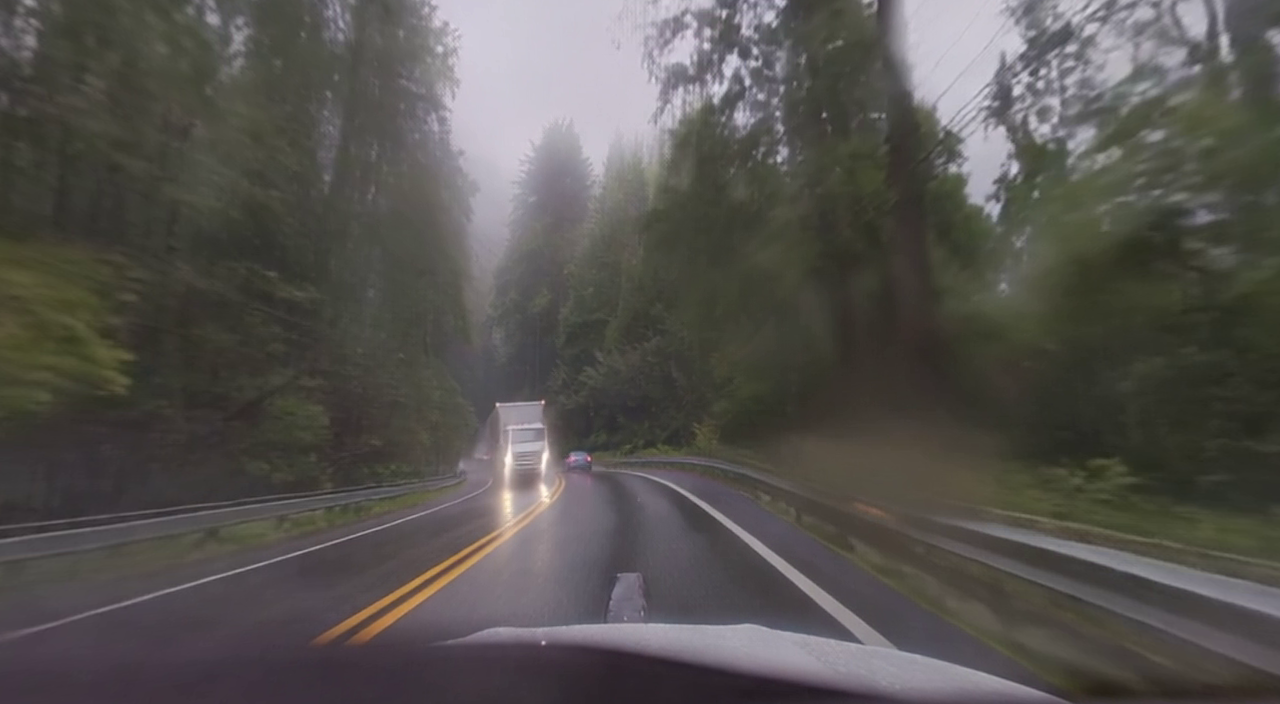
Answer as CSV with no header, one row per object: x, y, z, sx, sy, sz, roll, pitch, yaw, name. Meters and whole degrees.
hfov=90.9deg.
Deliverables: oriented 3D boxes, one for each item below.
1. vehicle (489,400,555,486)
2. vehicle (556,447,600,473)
-7.297,5.431,37.576,2.999,4.301,11.457,2,-9,-14,vehicle
-4.002,6.827,40.142,2.120,1.491,4.349,2,-9,-14,vehicle
